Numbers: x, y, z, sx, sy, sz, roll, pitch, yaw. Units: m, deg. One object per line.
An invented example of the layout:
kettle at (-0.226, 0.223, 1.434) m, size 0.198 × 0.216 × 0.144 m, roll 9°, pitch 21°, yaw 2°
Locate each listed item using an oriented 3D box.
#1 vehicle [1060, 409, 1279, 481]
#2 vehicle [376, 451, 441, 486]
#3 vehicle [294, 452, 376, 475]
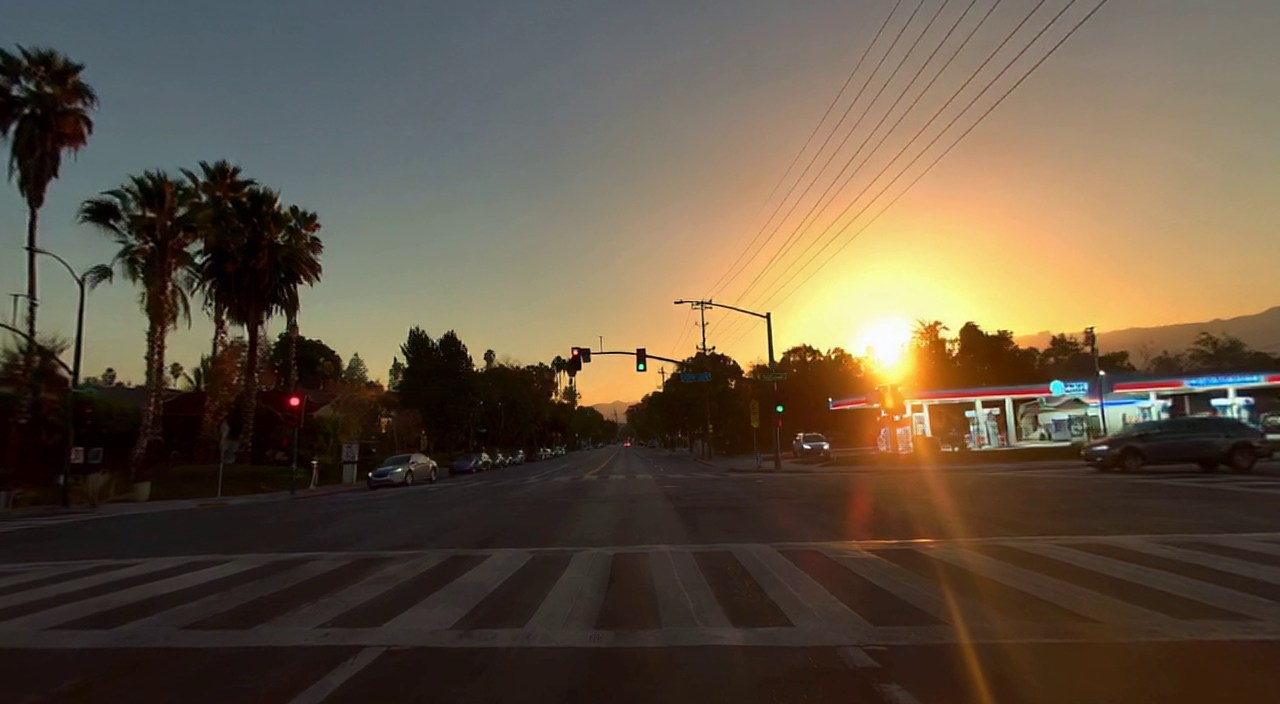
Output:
vehicle at (14.701, 2.527, 17.229) m, size 5.086 × 1.817 × 1.952 m, roll 0°, pitch -9°, yaw -3°
vehicle at (-13.055, 6.556, 35.949) m, size 2.009 × 1.777 × 4.559 m, roll 0°, pitch -9°, yaw -1°
vehicle at (-20.958, 7.680, 43.516) m, size 4.672 × 1.469 × 1.816 m, roll -1°, pitch -9°, yaw -2°
